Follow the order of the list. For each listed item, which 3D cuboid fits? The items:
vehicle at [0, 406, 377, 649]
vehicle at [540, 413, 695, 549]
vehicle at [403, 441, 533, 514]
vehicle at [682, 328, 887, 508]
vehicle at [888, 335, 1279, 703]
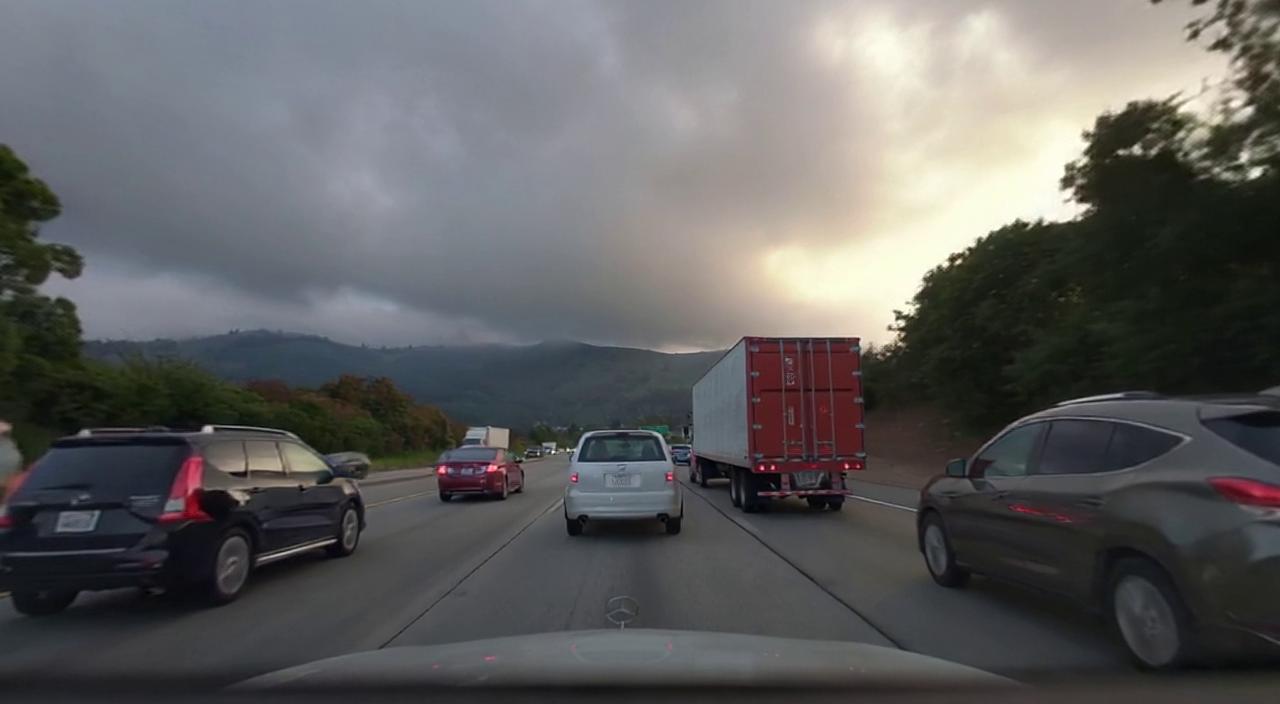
[{"bbox_3d":[-4.329,1.477,6.216,1.789,1.620,3.841,0,-9,0],"label":"vehicle"},{"bbox_3d":[-0.311,2.039,10.516,2.037,1.792,4.194,0,-9,0],"label":"vehicle"},{"bbox_3d":[-3.968,2.971,15.401,1.923,1.503,4.293,0,-9,1],"label":"vehicle"},{"bbox_3d":[3.786,2.677,22.153,3.186,4.111,15.553,0,-9,-1],"label":"vehicle"},{"bbox_3d":[3.657,1.076,4.225,2.076,1.751,4.666,0,-9,0],"label":"vehicle"}]
